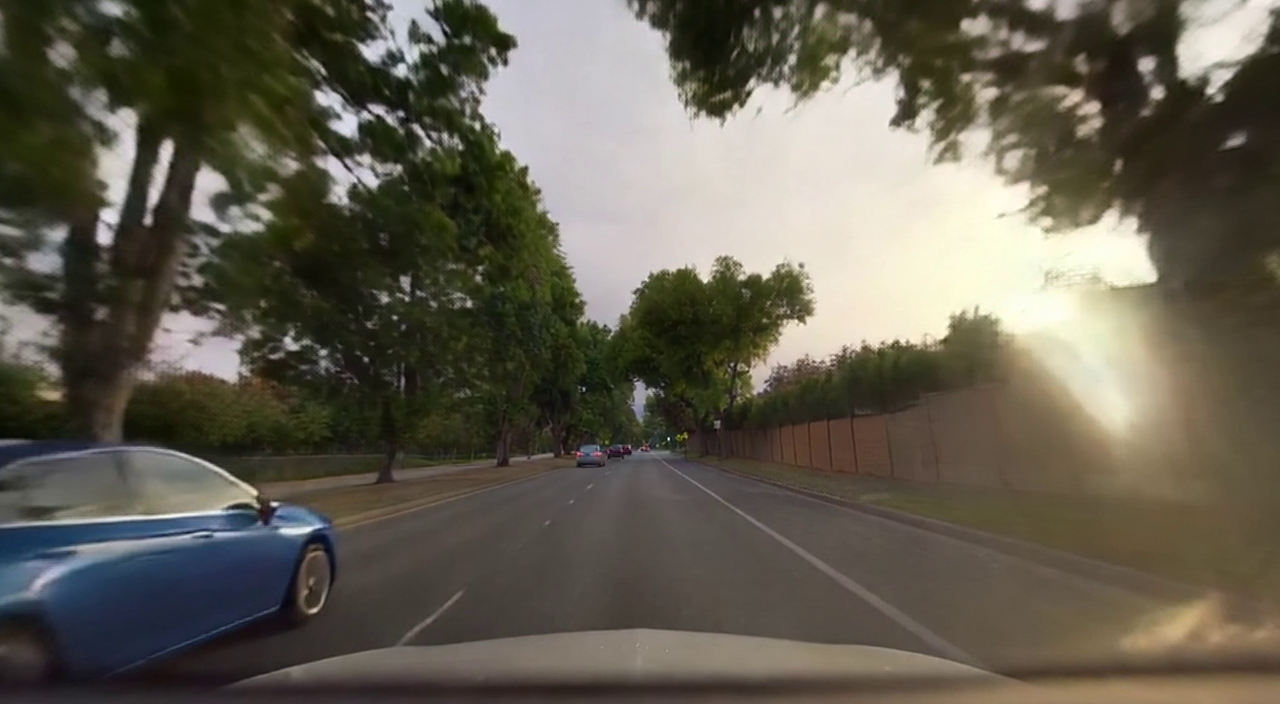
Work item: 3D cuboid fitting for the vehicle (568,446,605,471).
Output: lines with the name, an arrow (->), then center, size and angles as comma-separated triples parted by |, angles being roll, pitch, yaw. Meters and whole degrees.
vehicle -> -3.163, 6.414, 38.227 | 1.870, 1.431, 4.317 | 0, -9, 0

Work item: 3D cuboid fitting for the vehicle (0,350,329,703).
vehicle -> -3.416, 0.867, 2.665 | 1.919, 1.650, 4.546 | 0, -9, -1
